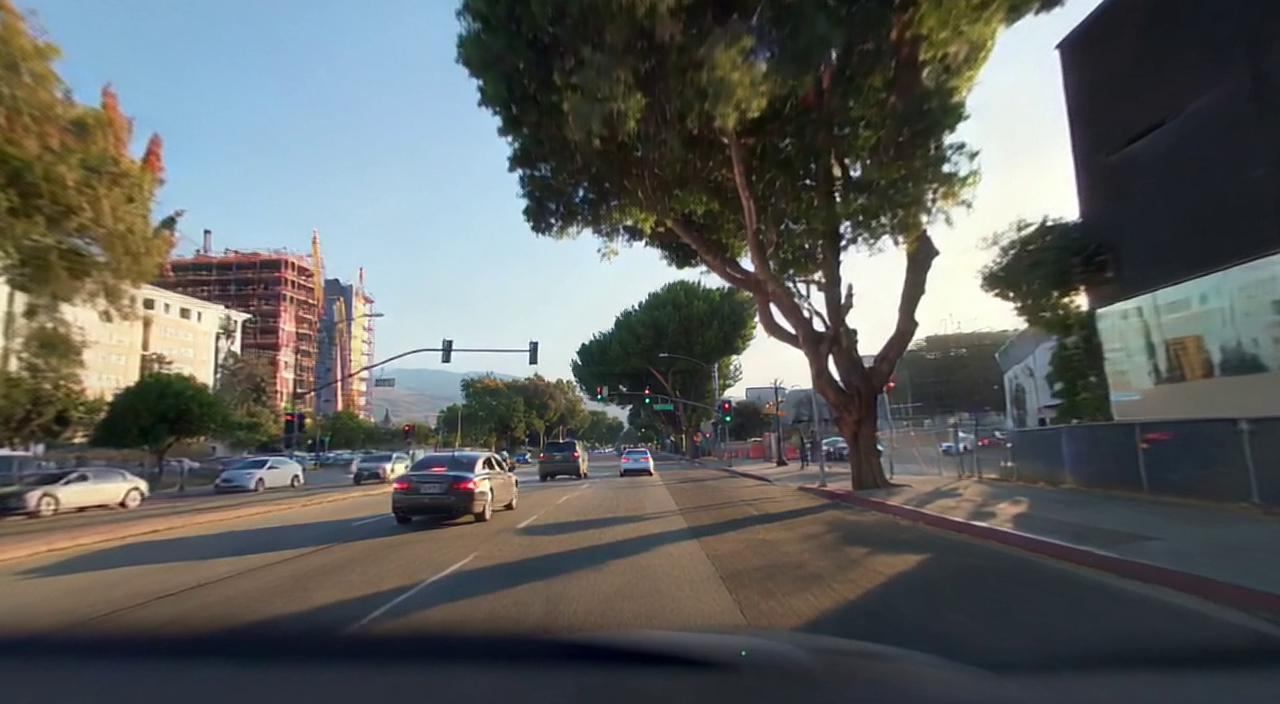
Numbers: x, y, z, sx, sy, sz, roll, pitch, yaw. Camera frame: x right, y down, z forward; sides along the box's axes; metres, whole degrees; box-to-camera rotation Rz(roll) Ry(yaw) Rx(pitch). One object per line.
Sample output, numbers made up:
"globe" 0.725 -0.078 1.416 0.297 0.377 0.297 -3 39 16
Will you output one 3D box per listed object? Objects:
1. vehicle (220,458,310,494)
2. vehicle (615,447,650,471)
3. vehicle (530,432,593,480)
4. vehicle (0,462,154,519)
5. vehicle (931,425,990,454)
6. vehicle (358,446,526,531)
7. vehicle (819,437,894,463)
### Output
"vehicle" -19.449 6.418 32.950 1.965 1.539 4.461 -5 -9 1
"vehicle" -0.434 6.950 41.207 2.171 1.422 4.146 0 -9 0
"vehicle" -3.578 4.847 29.593 2.240 2.054 4.662 0 -9 1
"vehicle" -19.466 4.563 21.253 1.993 1.552 5.039 -1 -9 2
"vehicle" 23.378 6.393 45.813 2.304 1.936 5.023 -9 -12 43
"vehicle" -3.748 2.657 12.944 1.959 1.406 4.527 0 -9 0
"vehicle" 13.348 6.031 38.952 4.061 1.465 1.803 2 -8 -18
